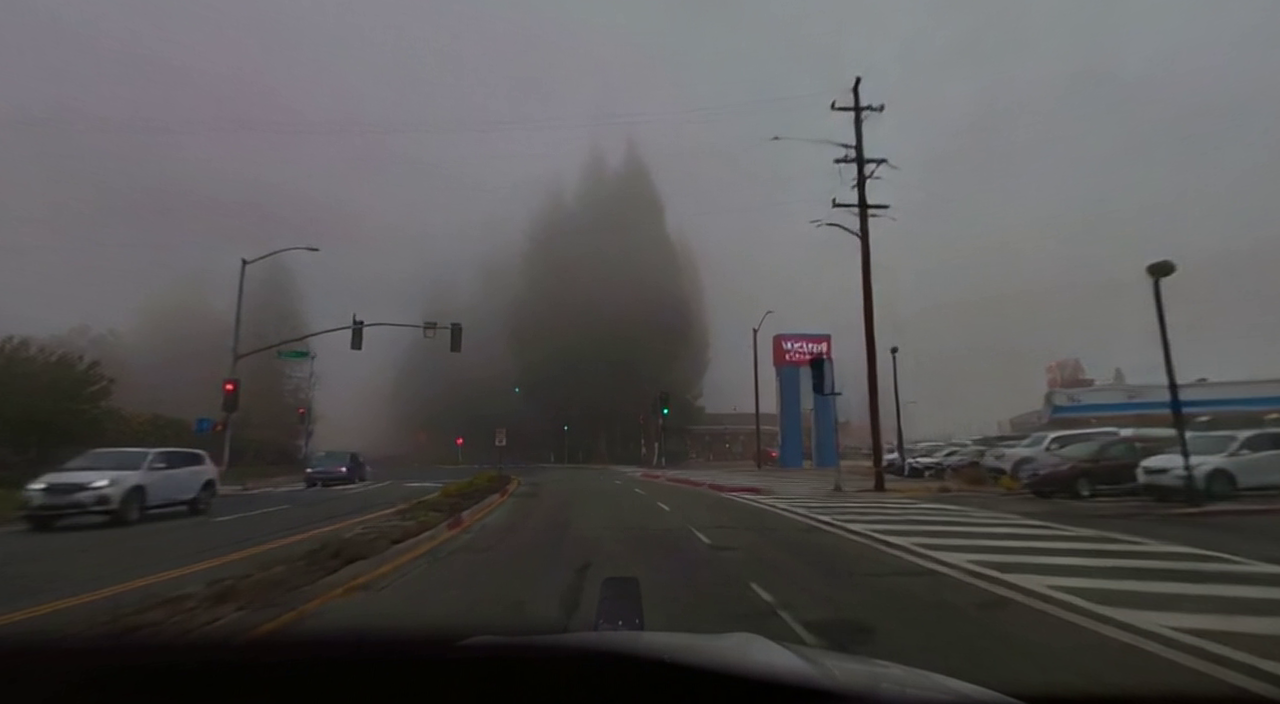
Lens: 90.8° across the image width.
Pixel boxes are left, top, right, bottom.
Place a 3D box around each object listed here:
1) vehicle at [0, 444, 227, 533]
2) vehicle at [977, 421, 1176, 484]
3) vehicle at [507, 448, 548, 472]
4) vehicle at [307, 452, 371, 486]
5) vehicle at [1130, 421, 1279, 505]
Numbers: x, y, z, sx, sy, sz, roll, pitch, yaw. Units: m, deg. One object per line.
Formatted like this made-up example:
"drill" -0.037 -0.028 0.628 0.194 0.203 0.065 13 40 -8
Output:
"vehicle" -11.270 2.856 13.849 1.918 1.628 4.011 1 -9 -5
"vehicle" 13.411 3.136 19.689 4.444 1.815 2.239 0 -9 2
"vehicle" -7.746 7.353 43.228 2.094 1.500 3.682 3 -9 -21
"vehicle" -14.581 5.646 30.814 1.863 1.439 4.351 2 -9 -13
"vehicle" 14.242 2.409 13.966 4.996 1.720 2.027 -1 -8 3
